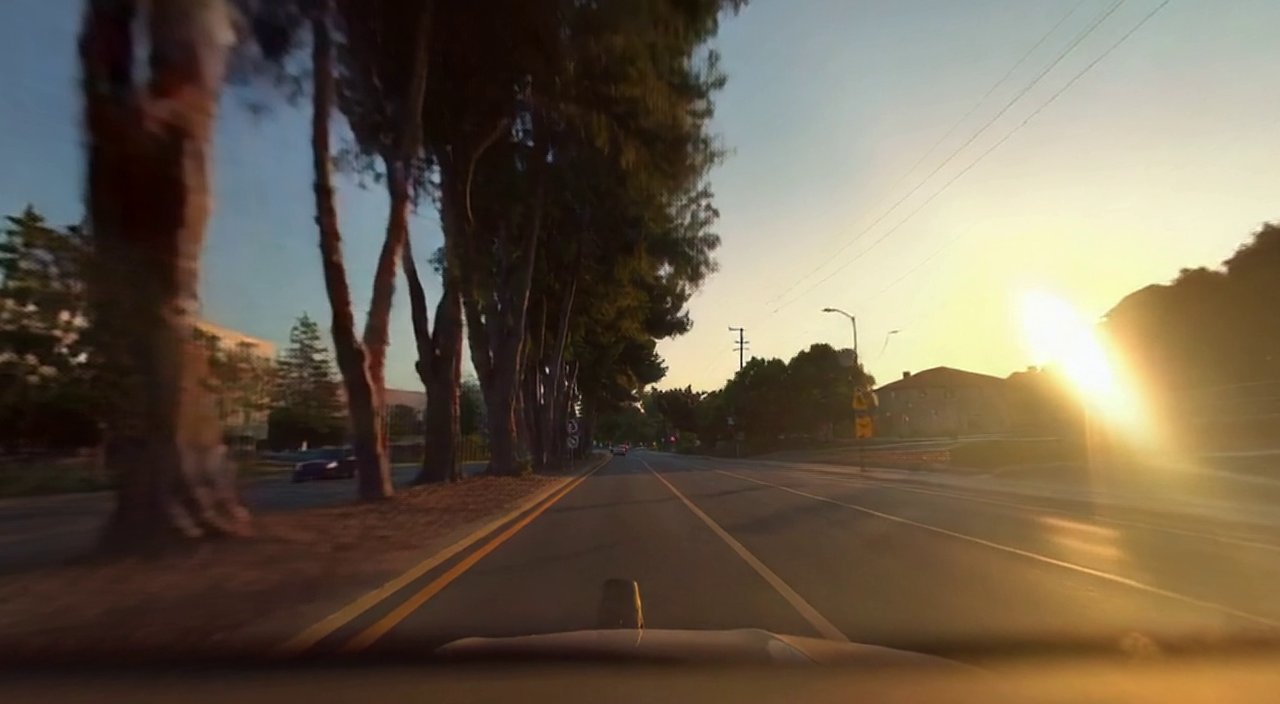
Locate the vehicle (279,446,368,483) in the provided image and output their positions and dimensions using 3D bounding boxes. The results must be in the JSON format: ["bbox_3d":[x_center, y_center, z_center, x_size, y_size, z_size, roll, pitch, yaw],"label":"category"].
[{"bbox_3d":[-15.874,5.672,32.021,2.022,1.738,4.668,0,-9,1],"label":"vehicle"}]
